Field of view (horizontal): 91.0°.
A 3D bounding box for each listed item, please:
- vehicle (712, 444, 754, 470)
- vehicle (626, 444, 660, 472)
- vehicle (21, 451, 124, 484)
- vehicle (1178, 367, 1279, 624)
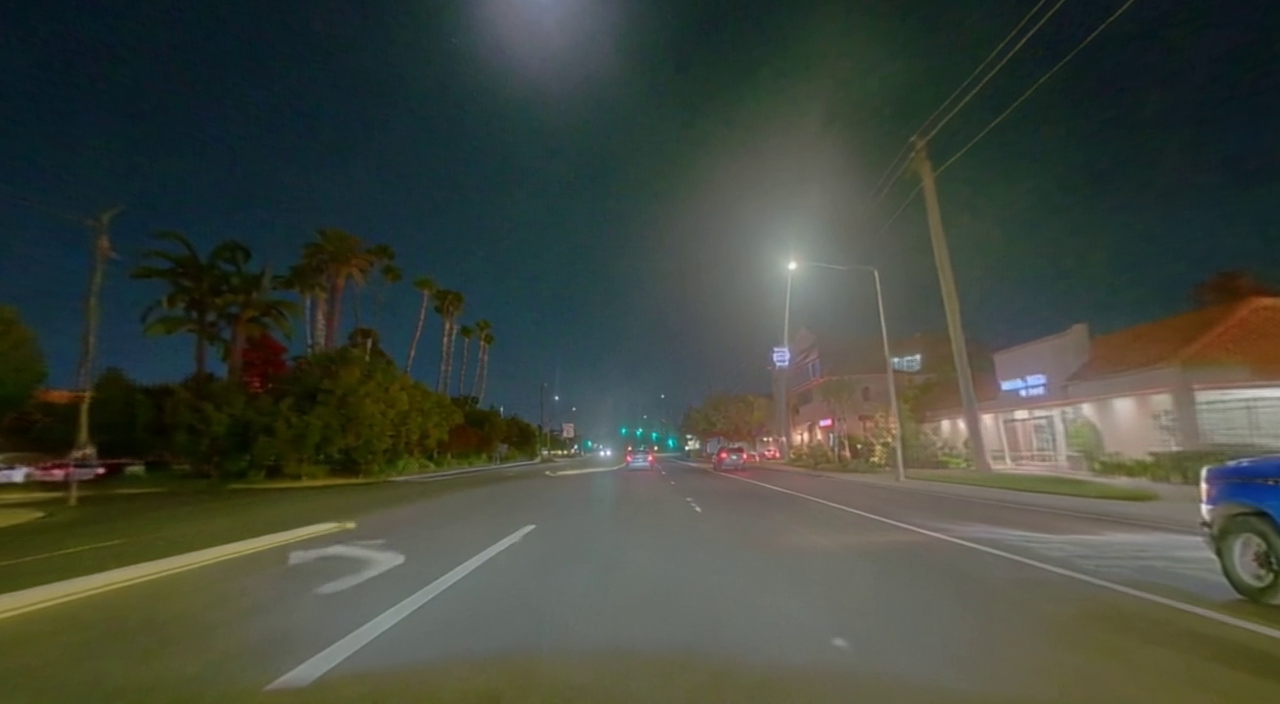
[{"bbox_3d":[6.507,7.396,44.419,2.252,1.718,4.617,0,-9,0],"label":"vehicle"},{"bbox_3d":[0.219,7.018,41.818,2.138,1.702,4.168,0,-9,0],"label":"vehicle"},{"bbox_3d":[-34.793,7.045,38.781,1.888,1.754,4.488,-5,-9,7],"label":"vehicle"},{"bbox_3d":[5.893,0.841,3.241,2.355,1.889,4.392,0,-9,2],"label":"vehicle"}]
